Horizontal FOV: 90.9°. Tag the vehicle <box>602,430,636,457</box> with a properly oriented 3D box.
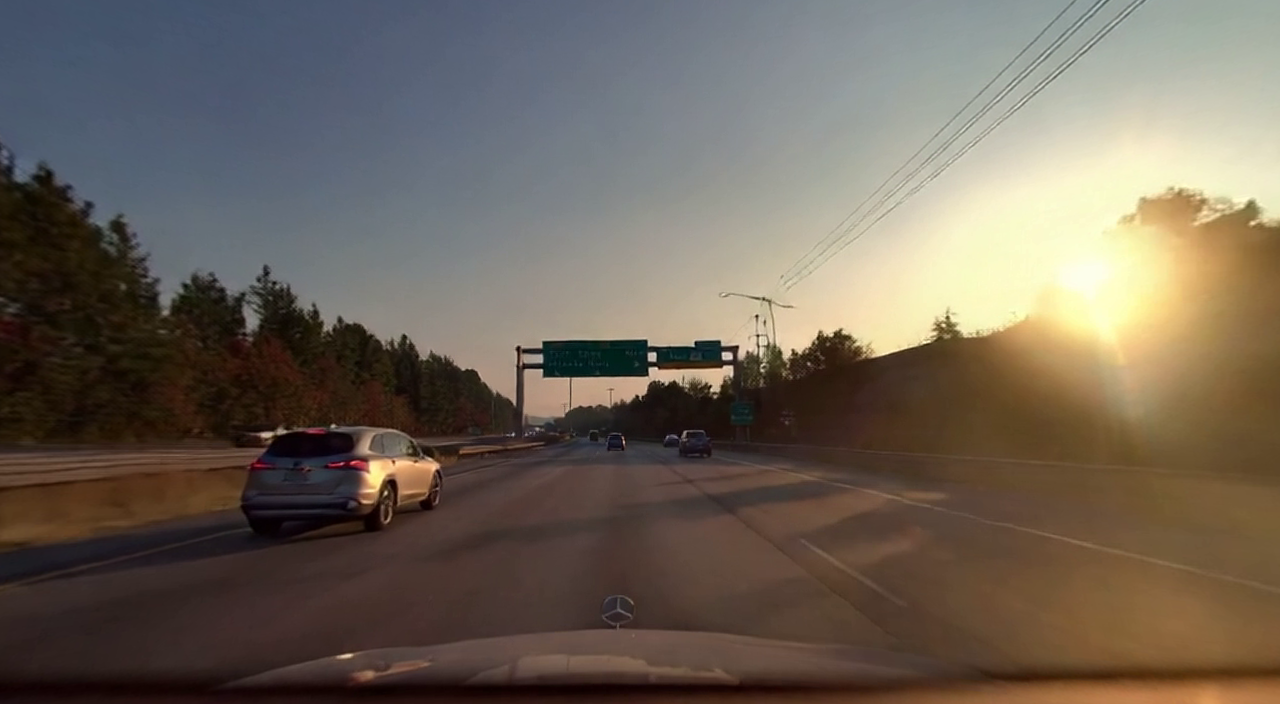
[{"bbox_3d":[-1.392,6.061,41.886,2.159,1.690,3.720,0,-7,-3],"label":"vehicle"}]

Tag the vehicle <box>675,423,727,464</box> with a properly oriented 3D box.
[{"bbox_3d":[2.940,4.485,30.988,1.976,1.905,3.263,0,-7,-4],"label":"vehicle"}]

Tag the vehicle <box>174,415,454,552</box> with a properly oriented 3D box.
[{"bbox_3d":[-4.441,1.811,9.502,2.100,1.590,4.077,0,-7,-1],"label":"vehicle"}]
